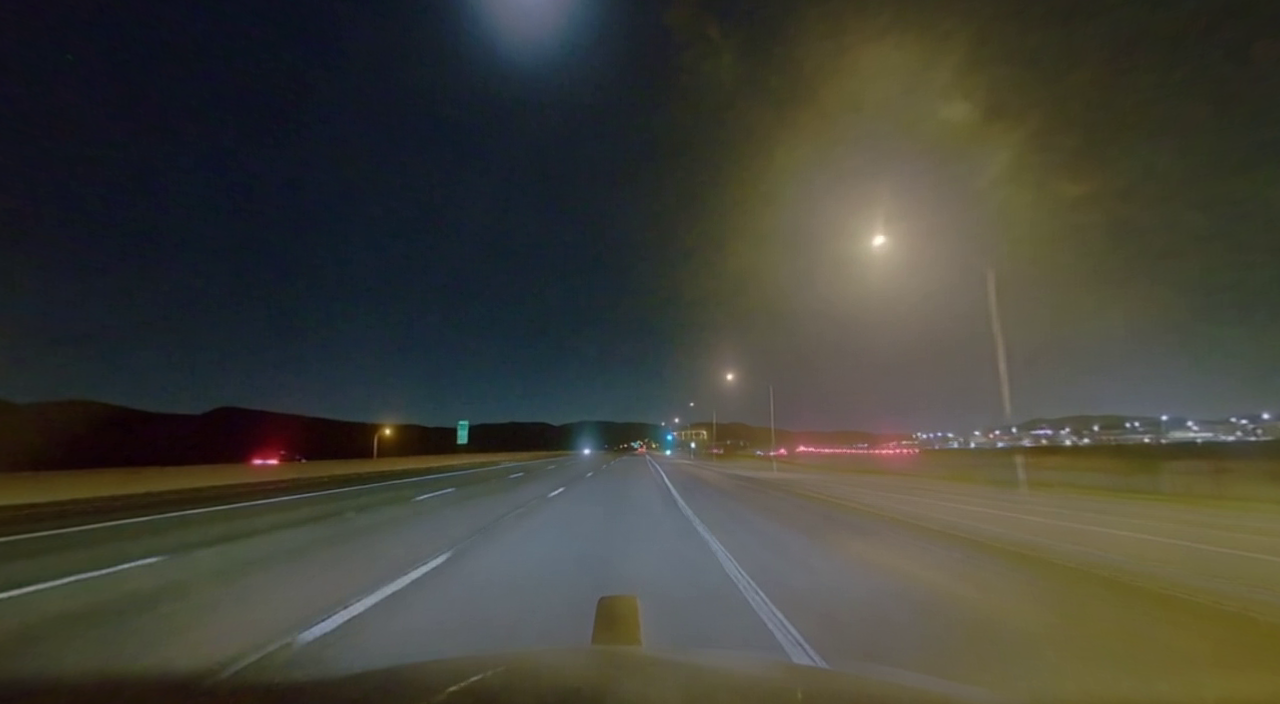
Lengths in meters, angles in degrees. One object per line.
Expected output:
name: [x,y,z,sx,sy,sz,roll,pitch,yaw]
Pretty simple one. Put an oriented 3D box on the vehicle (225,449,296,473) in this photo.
vehicle: [-26.418,7.563,44.187,1.923,1.563,4.762,0,-9,1]
